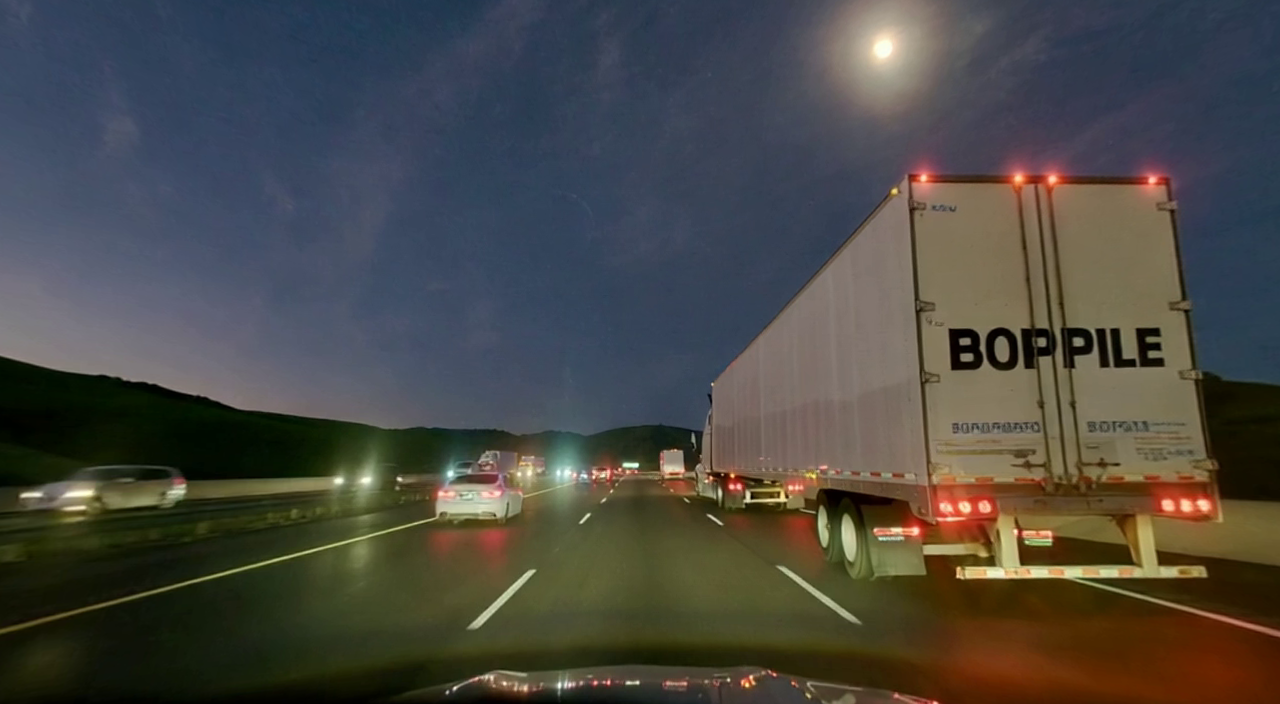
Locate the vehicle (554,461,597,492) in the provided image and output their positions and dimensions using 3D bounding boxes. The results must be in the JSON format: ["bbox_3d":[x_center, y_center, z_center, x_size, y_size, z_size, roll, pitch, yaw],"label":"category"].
[{"bbox_3d":[-3.784,7.385,37.484,2.063,1.671,4.197,1,-11,0],"label":"vehicle"}]

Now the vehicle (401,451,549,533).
[{"bbox_3d":[-3.606,3.215,14.881,2.088,1.566,4.853,1,-11,1],"label":"vehicle"}]

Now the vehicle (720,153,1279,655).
[{"bbox_3d":[3.896,1.573,12.030,2.839,4.062,14.051,1,-11,0],"label":"vehicle"}]

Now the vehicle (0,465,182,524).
[{"bbox_3d":[-15.581,4.034,18.188,1.748,1.484,3.887,1,-11,0],"label":"vehicle"}]
